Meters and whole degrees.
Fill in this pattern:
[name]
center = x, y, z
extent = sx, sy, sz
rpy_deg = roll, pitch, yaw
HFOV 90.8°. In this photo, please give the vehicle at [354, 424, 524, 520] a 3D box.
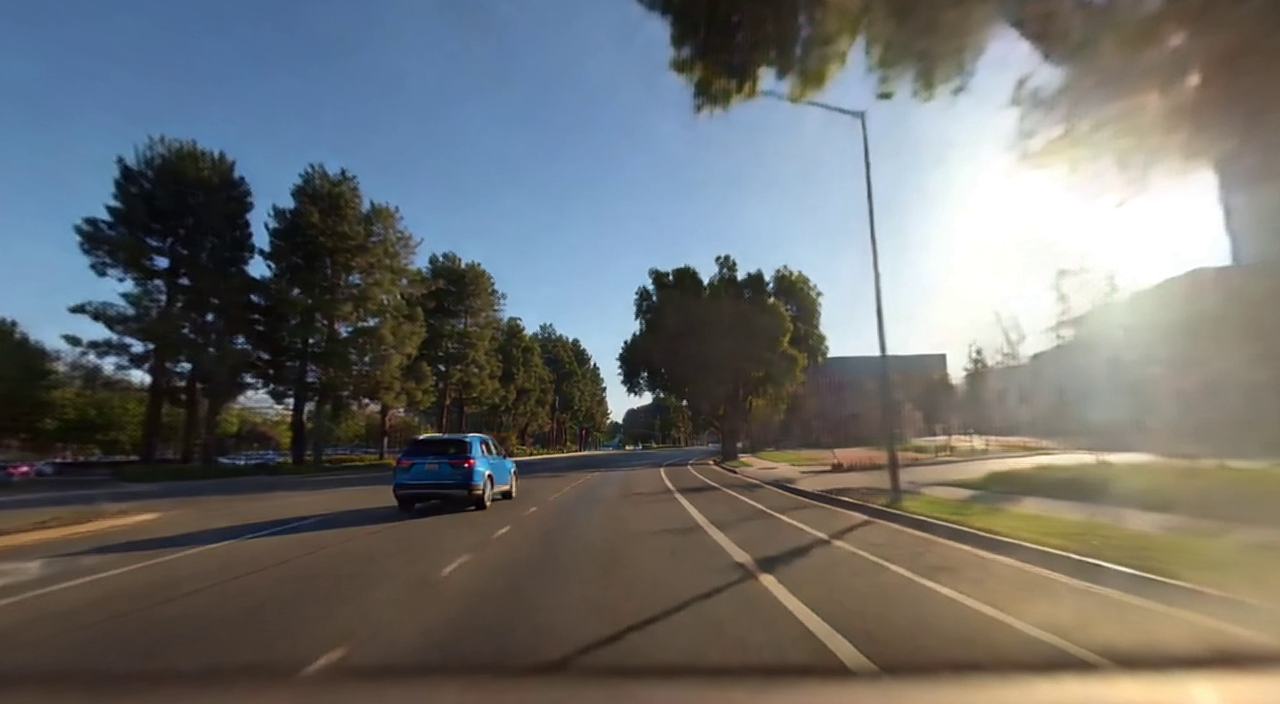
[vehicle]
center = -4.035, 2.506, 13.654
extent = 2.121, 1.724, 4.392
rpy_deg = 0, -9, 1
